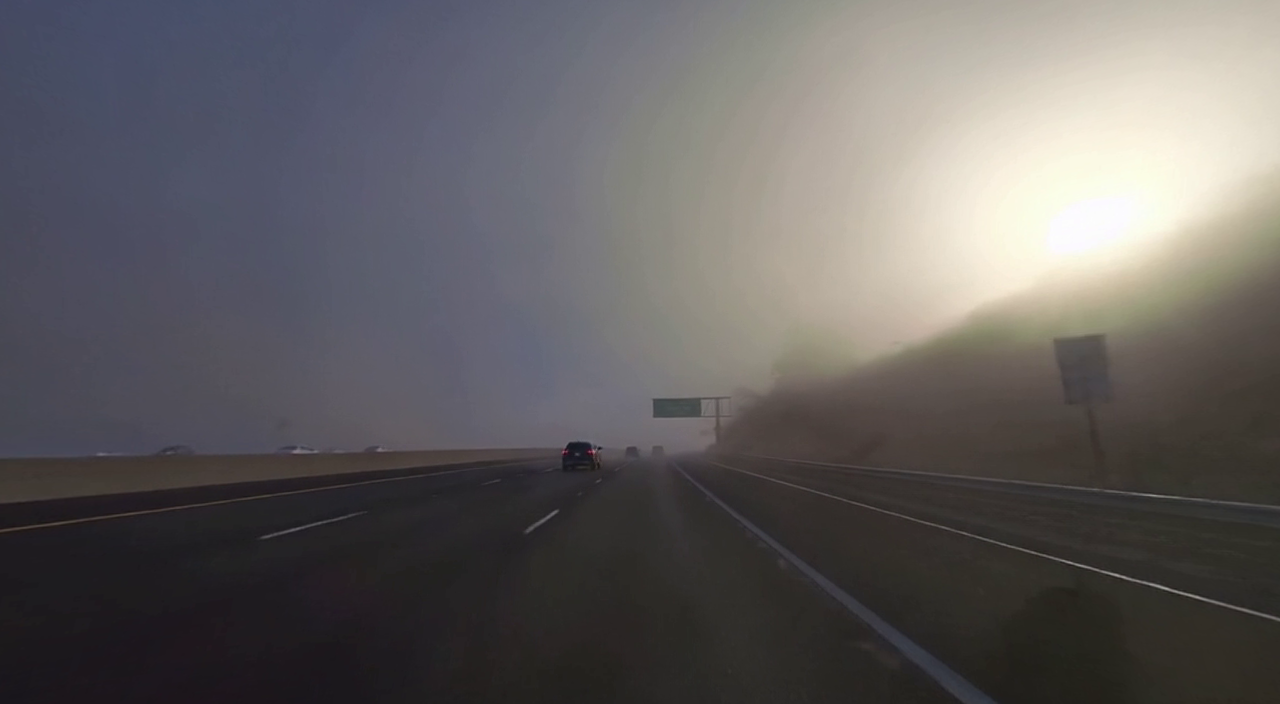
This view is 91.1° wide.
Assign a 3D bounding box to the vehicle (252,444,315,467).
[{"bbox_3d":[-27.685,8.030,48.937,2.016,1.671,4.537,0,-8,3],"label":"vehicle"}]

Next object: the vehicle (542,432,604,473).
[{"bbox_3d":[-3.283,5.073,31.972,2.413,1.896,5.218,0,-8,2],"label":"vehicle"}]
